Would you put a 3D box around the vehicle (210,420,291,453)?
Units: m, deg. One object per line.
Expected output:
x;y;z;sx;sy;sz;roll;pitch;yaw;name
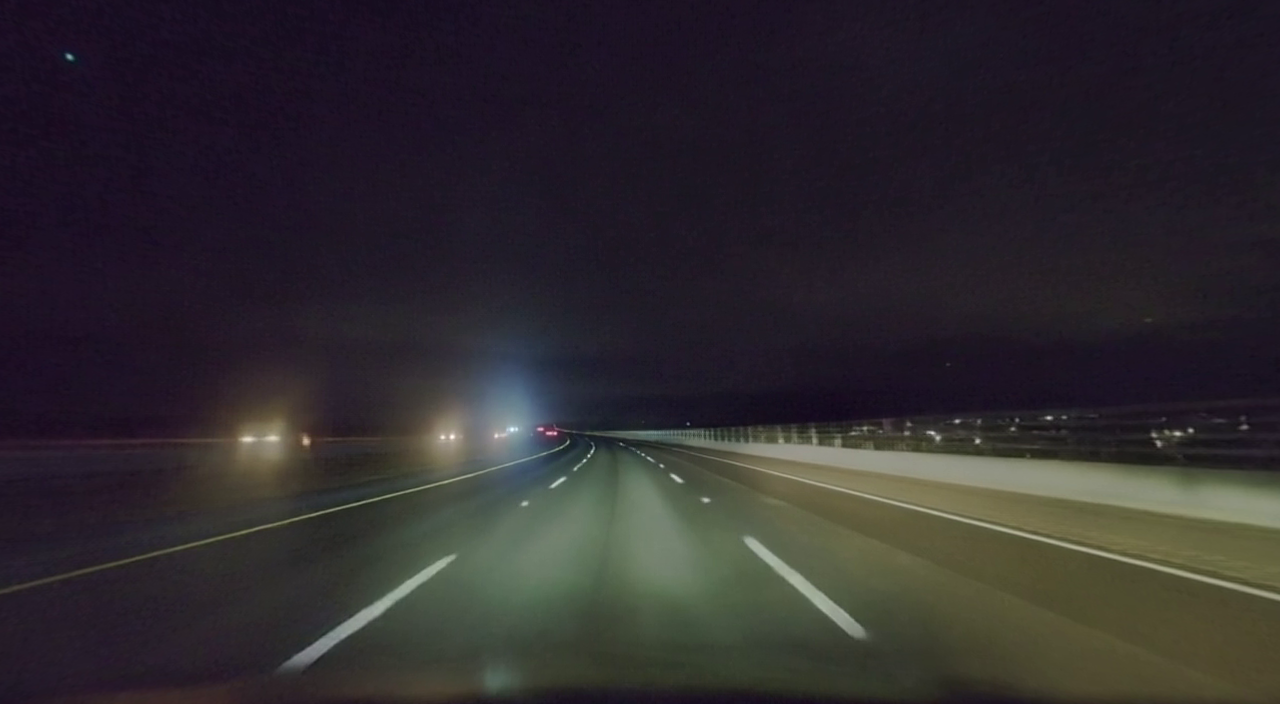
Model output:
-24.313;5.302;39.599;2.032;1.913;4.787;0;-8;-1;vehicle
